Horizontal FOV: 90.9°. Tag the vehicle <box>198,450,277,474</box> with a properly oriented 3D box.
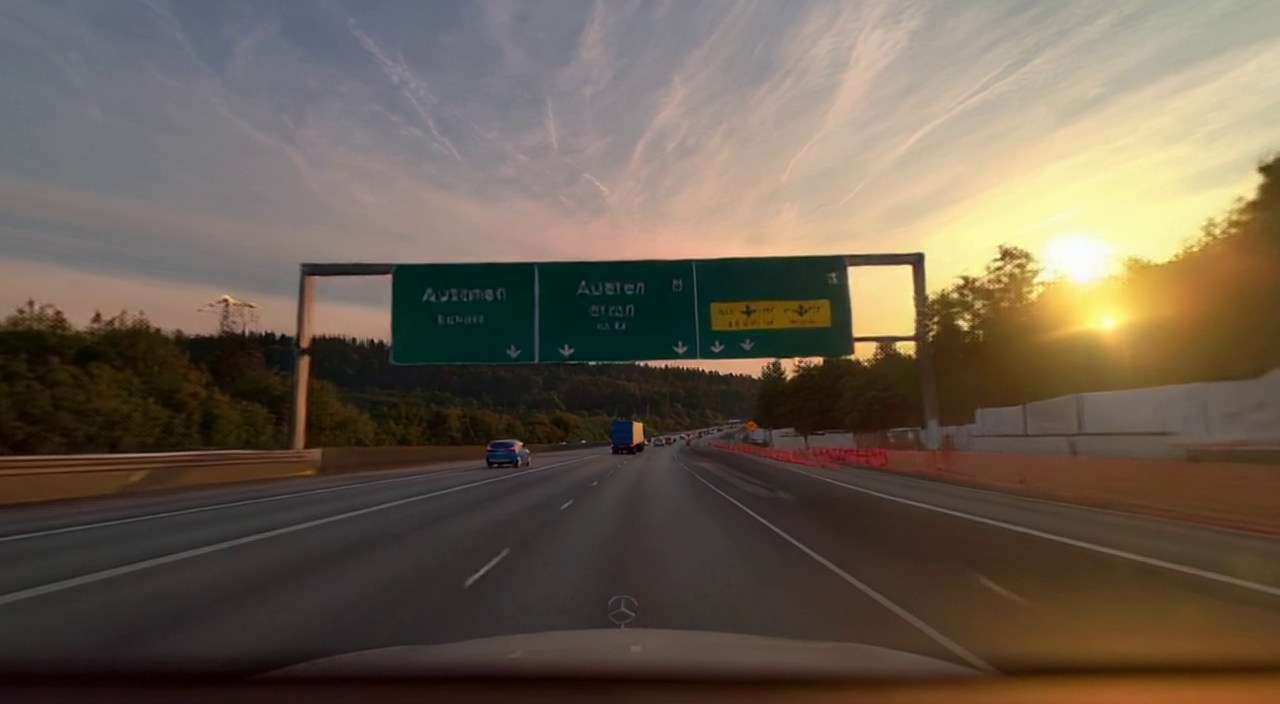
[{"bbox_3d":[-26.436,7.222,41.603,2.159,1.461,4.562,0,-9,1],"label":"vehicle"}]

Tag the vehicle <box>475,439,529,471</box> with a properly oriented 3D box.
[{"bbox_3d":[-7.284,5.476,33.615,1.893,1.566,4.051,0,-9,1],"label":"vehicle"}]

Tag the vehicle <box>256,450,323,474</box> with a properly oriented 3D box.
[{"bbox_3d":[-22.143,6.953,40.006,1.679,1.439,4.300,0,-9,1],"label":"vehicle"}]
